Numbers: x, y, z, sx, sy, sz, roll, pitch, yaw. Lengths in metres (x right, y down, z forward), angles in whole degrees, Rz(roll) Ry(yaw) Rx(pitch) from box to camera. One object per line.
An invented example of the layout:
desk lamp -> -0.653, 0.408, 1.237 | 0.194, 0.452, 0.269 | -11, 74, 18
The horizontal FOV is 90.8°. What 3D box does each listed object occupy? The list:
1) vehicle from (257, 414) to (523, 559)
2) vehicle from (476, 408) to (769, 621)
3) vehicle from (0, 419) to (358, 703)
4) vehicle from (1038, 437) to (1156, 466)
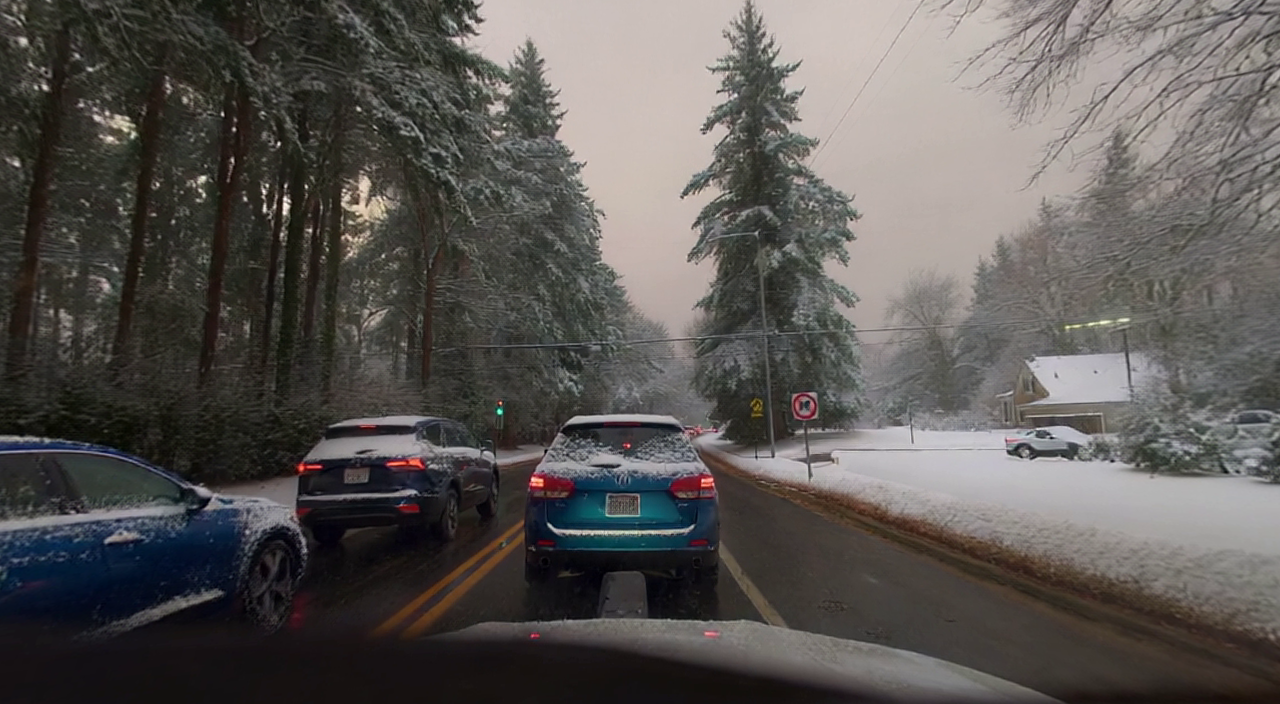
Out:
vehicle -> -3.476, 1.972, 10.049 | 2.188, 1.745, 4.618 | 0, -8, 2
vehicle -> -0.034, 1.523, 6.833 | 2.229, 1.591, 3.897 | -1, -8, 3
vehicle -> -3.658, 1.163, 3.623 | 1.922, 1.464, 4.424 | 0, -8, 2
vehicle -> 28.485, 6.190, 39.483 | 5.955, 1.702, 2.166 | 1, -8, -6
